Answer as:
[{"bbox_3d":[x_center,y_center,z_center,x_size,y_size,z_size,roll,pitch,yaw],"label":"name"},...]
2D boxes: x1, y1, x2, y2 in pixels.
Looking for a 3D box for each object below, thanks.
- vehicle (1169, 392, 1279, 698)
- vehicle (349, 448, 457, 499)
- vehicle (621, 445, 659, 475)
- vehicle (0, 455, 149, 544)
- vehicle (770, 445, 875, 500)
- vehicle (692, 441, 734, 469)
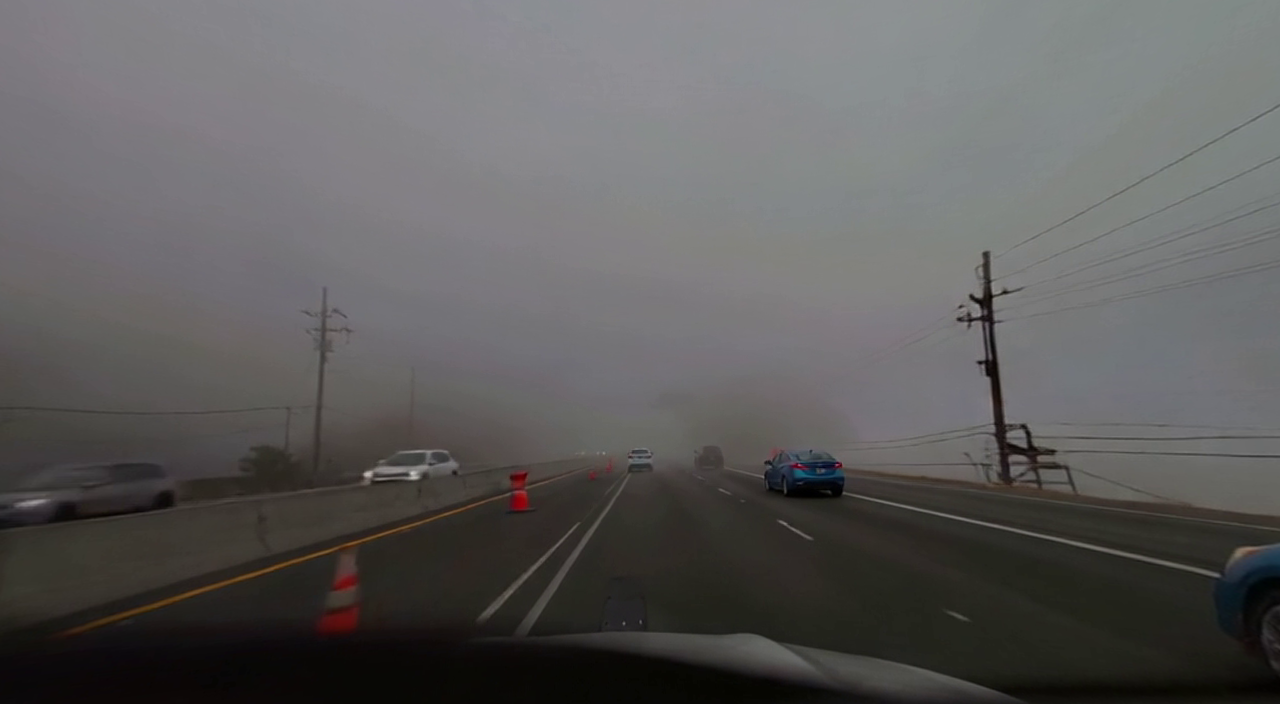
[{"bbox_3d":[4.287,0.752,1.584,1.997,1.568,4.529,0,-8,1],"label":"vehicle"},{"bbox_3d":[-8.136,4.172,22.188,1.856,1.539,4.679,-1,-8,2],"label":"vehicle"},{"bbox_3d":[0.008,6.179,36.386,2.096,1.583,4.150,0,-8,0],"label":"vehicle"},{"bbox_3d":[-12.158,2.779,12.061,2.129,1.471,4.192,-2,-8,1],"label":"vehicle"},{"bbox_3d":[5.227,3.481,18.634,1.881,1.409,4.016,0,-8,0],"label":"vehicle"},{"bbox_3d":[5.381,7.723,47.463,2.559,1.943,5.610,0,-8,1],"label":"vehicle"}]
